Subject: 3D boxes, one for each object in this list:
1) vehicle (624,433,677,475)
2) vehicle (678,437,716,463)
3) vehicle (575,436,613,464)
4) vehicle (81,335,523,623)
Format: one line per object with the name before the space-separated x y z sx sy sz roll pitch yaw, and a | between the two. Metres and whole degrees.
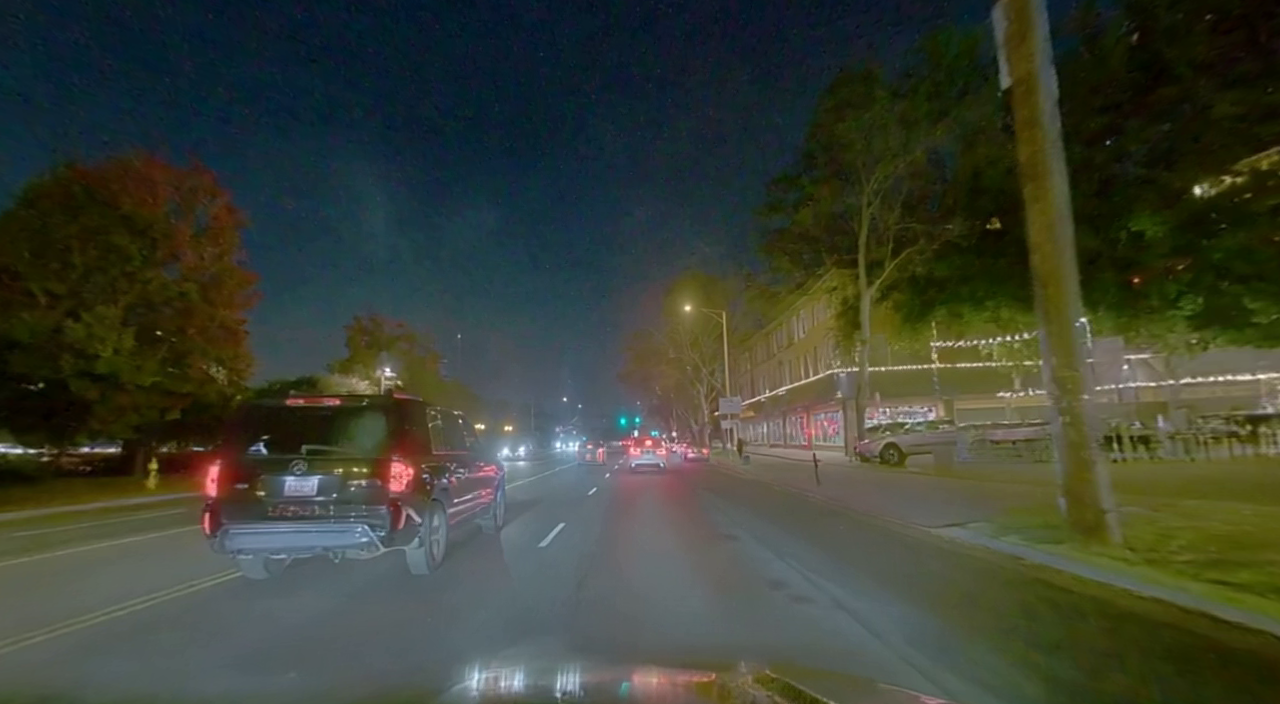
vehicle | 0.419 4.434 27.640 2.126 1.657 4.132 0 -9 0
vehicle | 3.774 6.598 42.701 1.947 1.646 4.782 0 -9 -2
vehicle | -2.828 6.174 39.790 2.028 1.689 4.162 0 -9 1
vehicle | -2.954 1.299 7.280 2.213 2.123 5.124 0 -9 0
